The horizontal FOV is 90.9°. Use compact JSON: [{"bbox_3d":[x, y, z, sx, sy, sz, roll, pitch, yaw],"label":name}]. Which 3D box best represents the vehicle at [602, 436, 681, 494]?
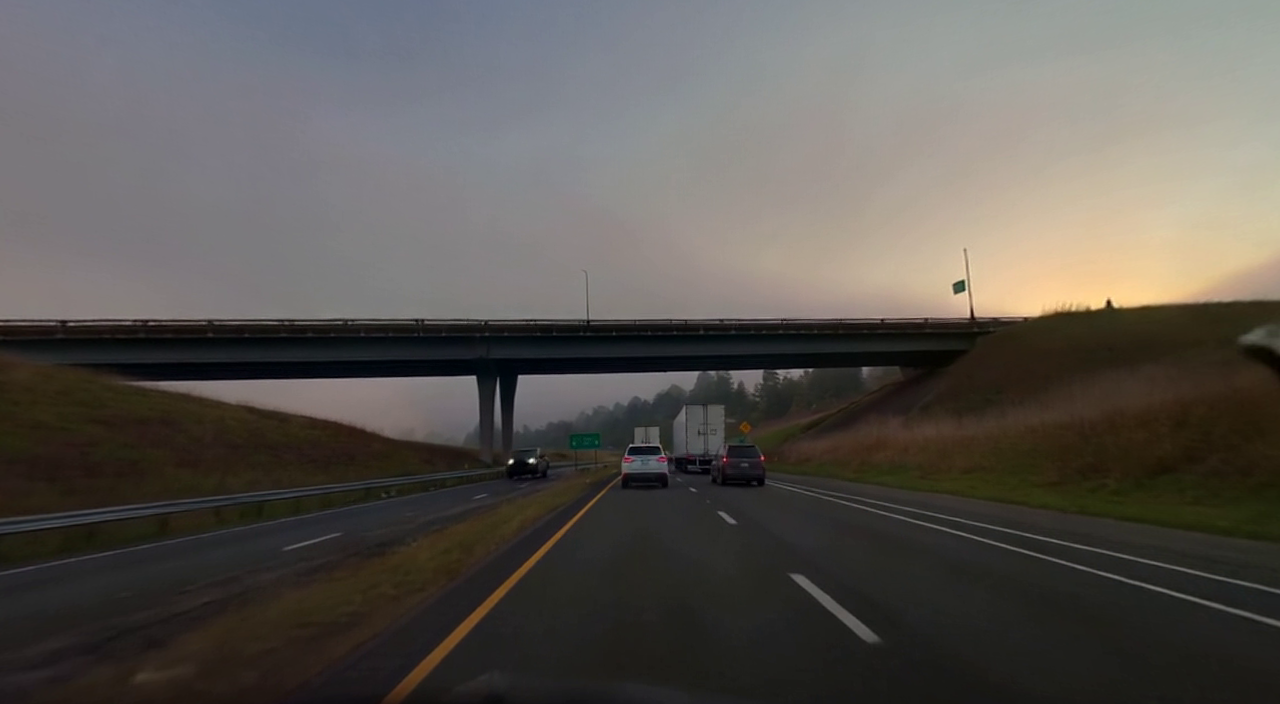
[{"bbox_3d":[0.082,3.585,20.243,2.256,1.615,4.114,-1,-9,1],"label":"vehicle"}]

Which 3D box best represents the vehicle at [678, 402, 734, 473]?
[{"bbox_3d":[3.912,5.330,38.921,2.948,3.974,6.480,-1,-9,2],"label":"vehicle"}]

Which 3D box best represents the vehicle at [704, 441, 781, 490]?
[{"bbox_3d":[3.409,3.856,21.674,1.972,1.505,3.946,-1,-9,0],"label":"vehicle"}]

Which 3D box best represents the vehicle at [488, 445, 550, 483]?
[{"bbox_3d":[-6.171,5.754,32.608,2.233,1.685,4.222,-3,-9,2],"label":"vehicle"}]
